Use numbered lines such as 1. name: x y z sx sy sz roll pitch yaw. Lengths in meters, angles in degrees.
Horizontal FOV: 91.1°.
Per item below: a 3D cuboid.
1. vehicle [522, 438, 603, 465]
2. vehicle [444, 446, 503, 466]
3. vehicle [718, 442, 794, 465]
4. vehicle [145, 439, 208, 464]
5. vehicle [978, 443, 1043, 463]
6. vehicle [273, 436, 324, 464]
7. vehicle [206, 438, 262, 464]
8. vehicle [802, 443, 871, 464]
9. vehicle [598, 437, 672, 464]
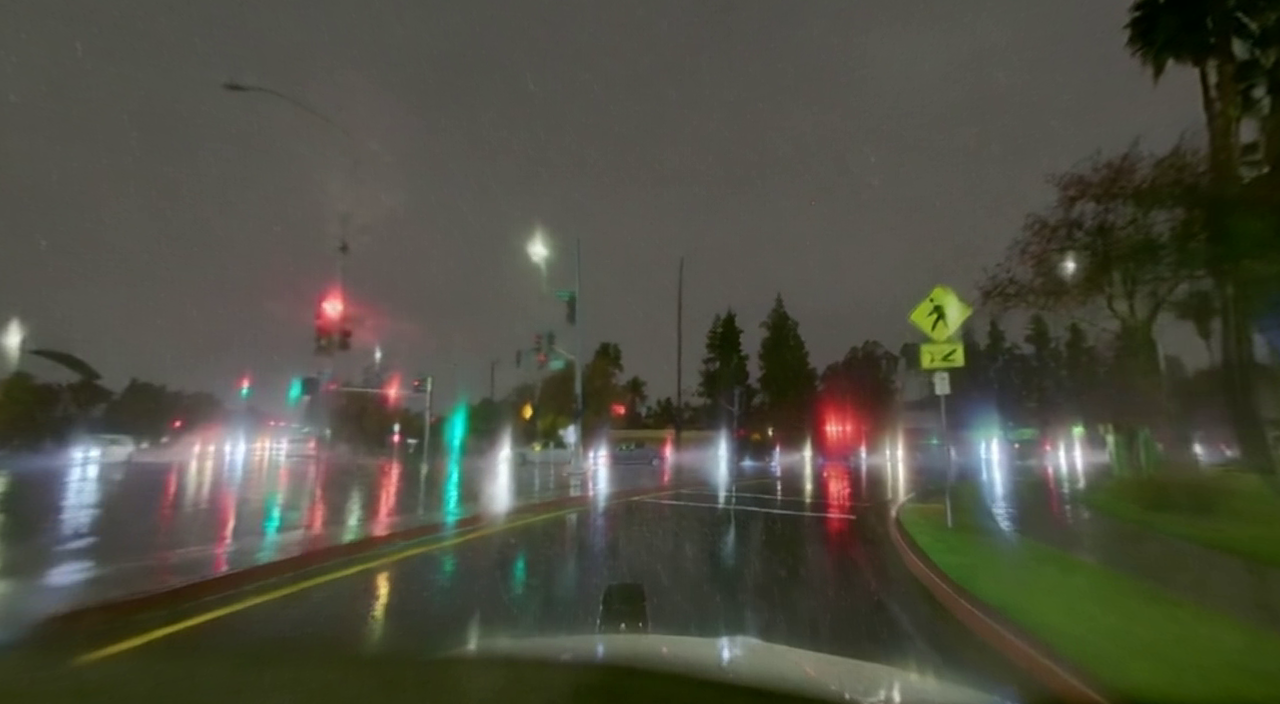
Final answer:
1. vehicle: -4.779 6.158 38.614 4.648 1.501 1.862 4 -10 -17
2. vehicle: -13.246 8.252 49.770 4.389 1.502 1.794 3 -9 -17
3. vehicle: 8.420 7.415 45.772 5.112 1.593 1.865 2 -11 -17
4. vehicle: -29.502 6.345 40.075 1.900 1.462 4.225 3 -9 -18
5. vehicle: 29.205 7.958 49.486 4.356 1.543 1.844 3 -9 -17
6. vehicle: -23.105 6.658 42.648 2.114 1.784 4.450 3 -9 -17
7. vehicle: -26.519 6.490 41.122 1.977 1.584 3.983 3 -9 -17
8. vehicle: 15.031 7.760 48.020 4.774 1.493 1.854 3 -9 -18
9. vehicle: -0.350 6.747 43.061 4.713 1.664 1.909 2 -10 -18
